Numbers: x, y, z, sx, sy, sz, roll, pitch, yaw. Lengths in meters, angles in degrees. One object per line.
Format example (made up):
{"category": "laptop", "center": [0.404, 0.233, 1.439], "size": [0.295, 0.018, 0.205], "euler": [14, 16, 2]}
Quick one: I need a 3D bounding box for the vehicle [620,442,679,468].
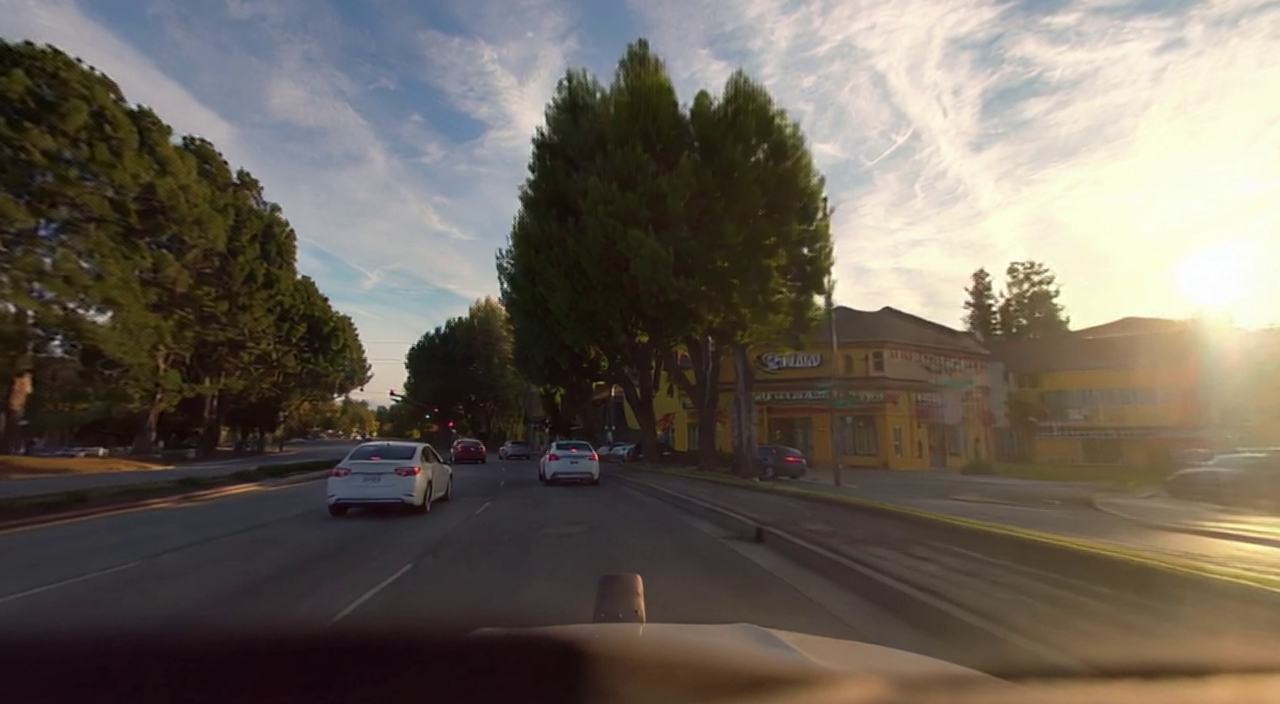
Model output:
{"category": "vehicle", "center": [0.545, 6.597, 40.423], "size": [1.952, 1.547, 4.091], "euler": [5, -9, -31]}

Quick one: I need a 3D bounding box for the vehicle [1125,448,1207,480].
{"category": "vehicle", "center": [27.246, 5.750, 32.580], "size": [4.378, 1.445, 2.084], "euler": [5, -10, -35]}

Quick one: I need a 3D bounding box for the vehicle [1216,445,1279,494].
{"category": "vehicle", "center": [23.604, 4.293, 23.339], "size": [4.486, 1.658, 2.031], "euler": [5, -10, -32]}

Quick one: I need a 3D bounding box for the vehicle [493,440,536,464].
{"category": "vehicle", "center": [-8.027, 6.316, 40.008], "size": [1.920, 1.416, 4.310], "euler": [3, -9, -22]}

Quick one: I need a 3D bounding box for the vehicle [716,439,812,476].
{"category": "vehicle", "center": [6.147, 5.277, 31.811], "size": [2.095, 1.697, 4.801], "euler": [4, -9, -30]}

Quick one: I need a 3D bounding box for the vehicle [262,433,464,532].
{"category": "vehicle", "center": [-4.933, 2.344, 12.148], "size": [2.105, 1.477, 4.857], "euler": [1, -8, -6]}

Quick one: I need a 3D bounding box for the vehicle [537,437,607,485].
{"category": "vehicle", "center": [-2.459, 3.705, 21.879], "size": [2.001, 1.483, 4.442], "euler": [1, -8, -11]}
